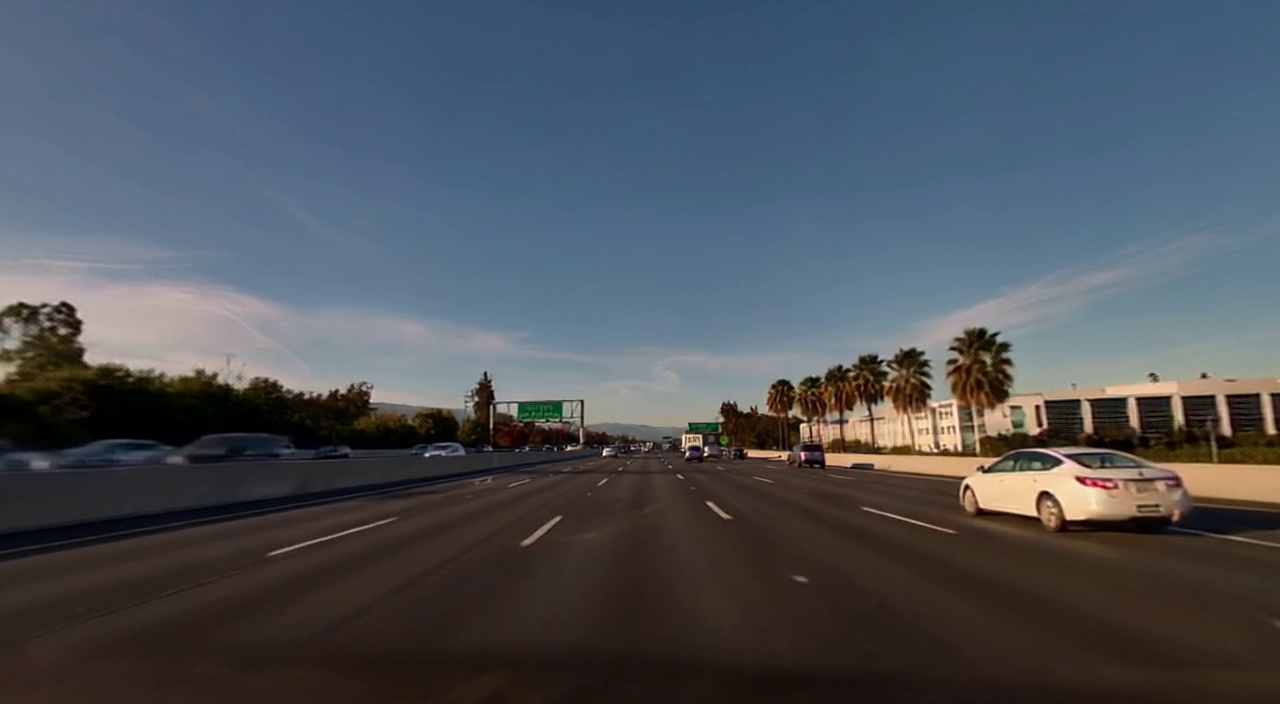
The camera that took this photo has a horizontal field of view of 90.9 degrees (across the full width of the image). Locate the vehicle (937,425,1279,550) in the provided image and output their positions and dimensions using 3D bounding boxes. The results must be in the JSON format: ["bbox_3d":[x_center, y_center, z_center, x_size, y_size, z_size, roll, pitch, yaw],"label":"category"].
[{"bbox_3d":[7.039,2.053,10.322,2.071,1.543,4.702,0,-8,0],"label":"vehicle"}]

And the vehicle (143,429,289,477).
[{"bbox_3d":[-18.566,4.484,28.130,2.259,1.871,6.046,0,-8,1],"label":"vehicle"}]

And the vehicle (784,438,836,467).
[{"bbox_3d":[11.599,6.872,43.283,2.168,1.861,4.678,0,-8,-1],"label":"vehicle"}]
